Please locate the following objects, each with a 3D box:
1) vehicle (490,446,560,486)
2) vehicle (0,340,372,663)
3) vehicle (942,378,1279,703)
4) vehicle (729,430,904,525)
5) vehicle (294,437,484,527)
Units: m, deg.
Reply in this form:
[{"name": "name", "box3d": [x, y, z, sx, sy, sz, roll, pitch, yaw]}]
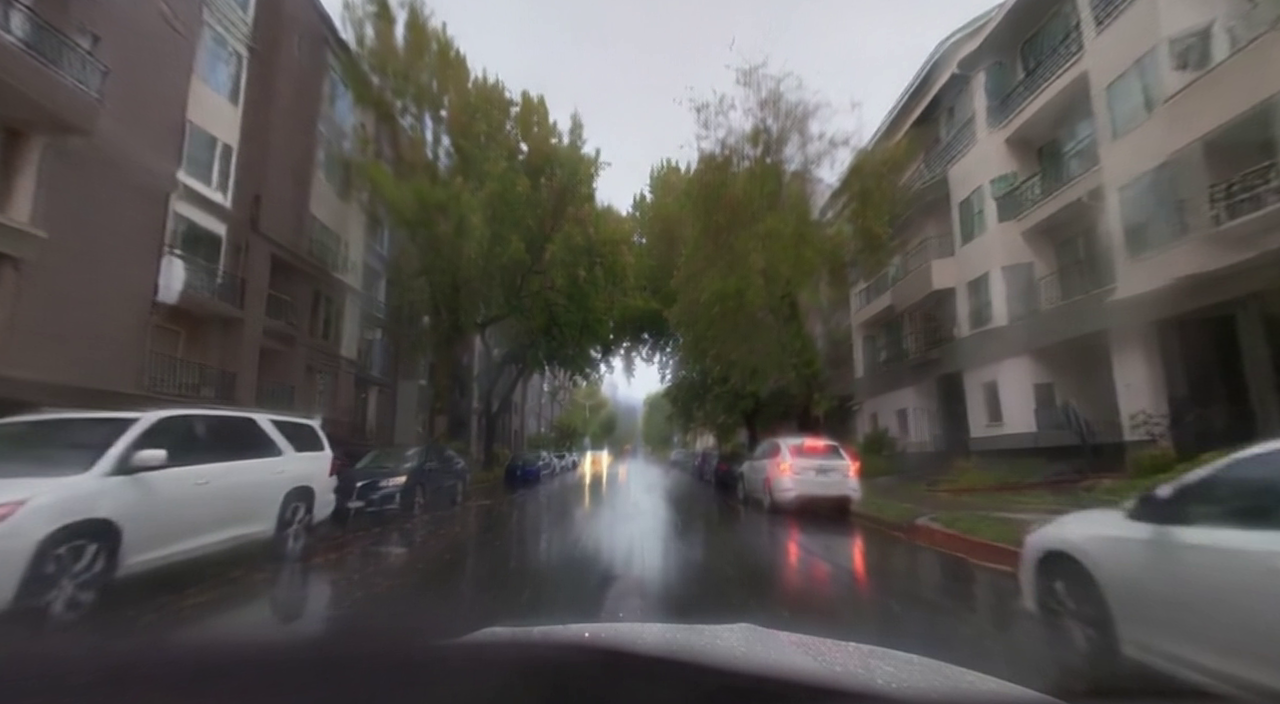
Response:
[{"name": "vehicle", "box3d": [-5.391, 5.420, 30.379, 2.222, 1.735, 5.215, 0, -8, 2]}, {"name": "vehicle", "box3d": [-5.542, 1.441, 6.943, 2.596, 2.152, 5.689, -2, -9, 1]}, {"name": "vehicle", "box3d": [3.698, 0.964, 2.570, 2.445, 1.662, 5.309, 0, -8, 2]}, {"name": "vehicle", "box3d": [3.994, 2.986, 15.800, 2.473, 1.895, 6.050, 0, -9, -2]}, {"name": "vehicle", "box3d": [-5.640, 2.991, 15.283, 2.122, 1.722, 5.662, -1, -9, 2]}]
